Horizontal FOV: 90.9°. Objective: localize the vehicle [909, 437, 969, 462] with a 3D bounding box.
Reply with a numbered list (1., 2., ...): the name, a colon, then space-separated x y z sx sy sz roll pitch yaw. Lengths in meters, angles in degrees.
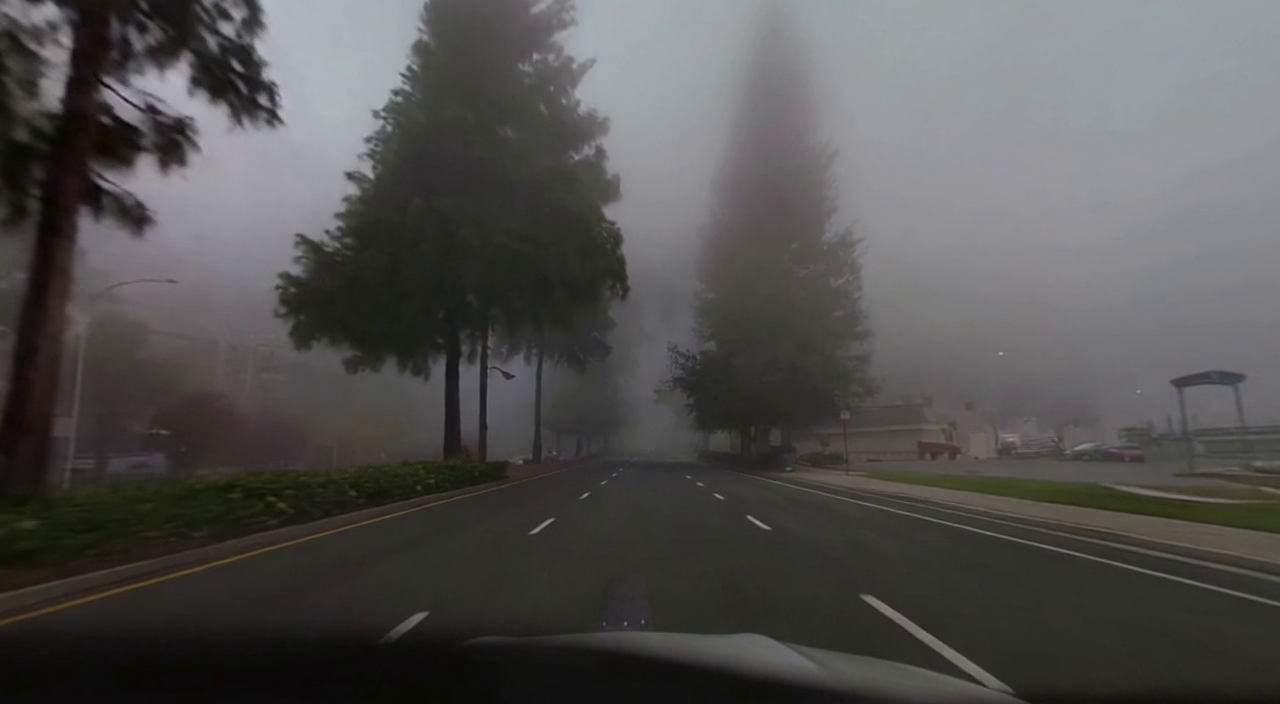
1. vehicle: 20.022 6.545 42.433 2.036 1.600 4.117 0 -9 0
